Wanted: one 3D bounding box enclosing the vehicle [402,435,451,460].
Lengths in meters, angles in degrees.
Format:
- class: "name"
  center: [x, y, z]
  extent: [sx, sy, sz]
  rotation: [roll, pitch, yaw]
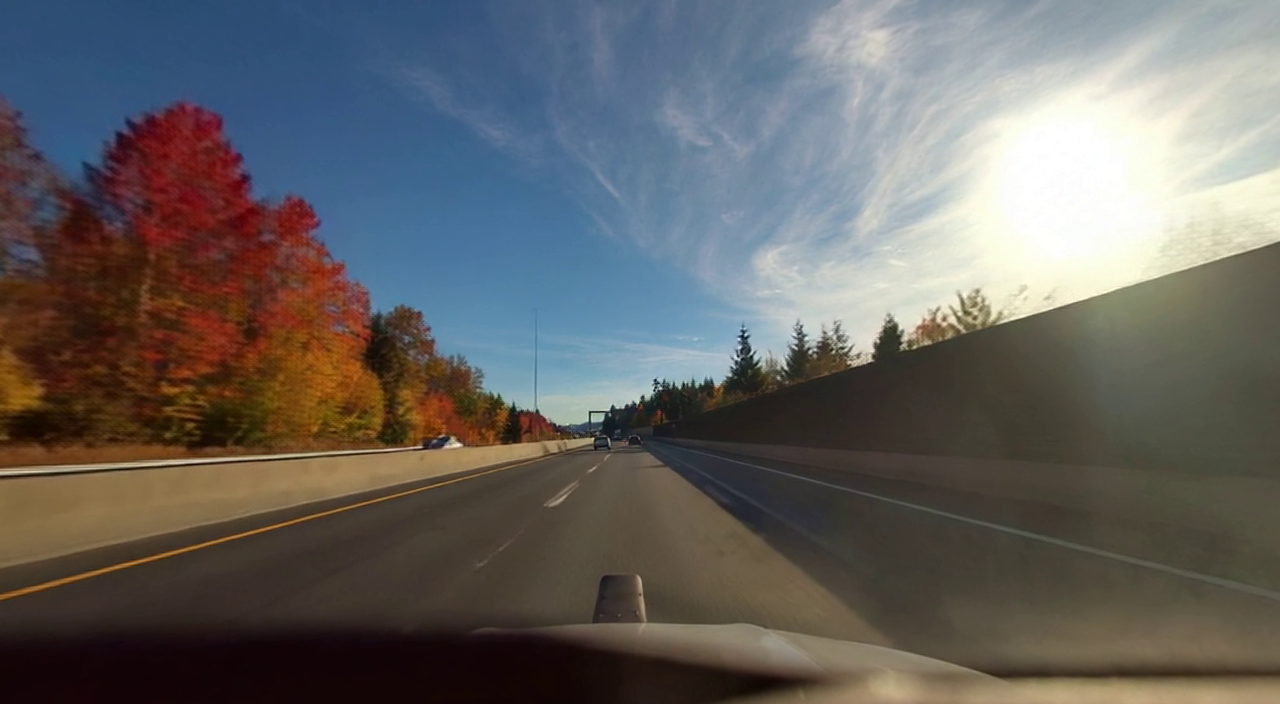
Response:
- class: "vehicle"
  center: [-16.571, 7.408, 49.100]
  extent: [1.997, 1.795, 5.328]
  rotation: [0, -8, 0]
